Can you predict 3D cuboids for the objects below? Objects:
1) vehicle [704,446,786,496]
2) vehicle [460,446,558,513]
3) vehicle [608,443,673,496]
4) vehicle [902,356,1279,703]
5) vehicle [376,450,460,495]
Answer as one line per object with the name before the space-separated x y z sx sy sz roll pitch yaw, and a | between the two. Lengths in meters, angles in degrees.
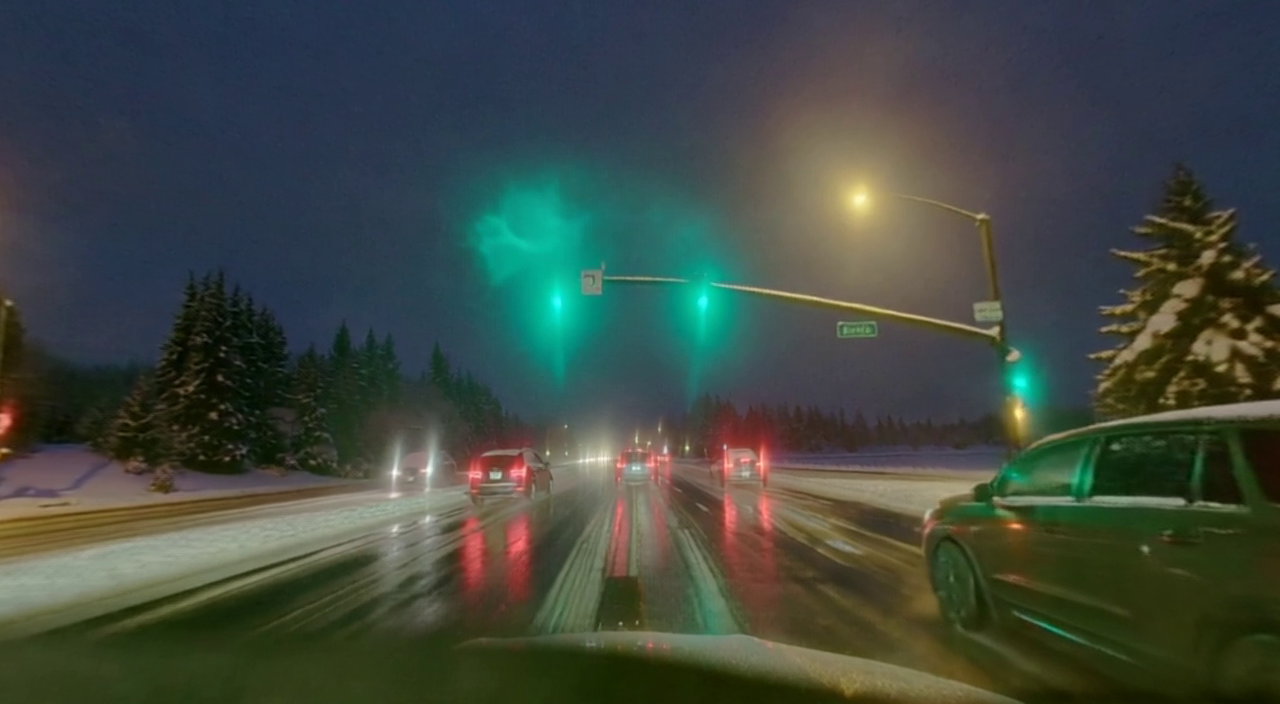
vehicle | 3.537 4.099 22.132 2.068 1.541 4.041 0 -8 -1
vehicle | -3.470 3.439 17.544 1.823 1.602 4.061 0 -8 0
vehicle | -0.001 4.176 22.892 2.150 1.725 4.096 0 -8 0
vehicle | 3.319 0.963 3.072 2.069 1.644 4.714 0 -8 0
vehicle | -9.514 5.170 27.478 2.045 1.730 4.375 0 -8 0
